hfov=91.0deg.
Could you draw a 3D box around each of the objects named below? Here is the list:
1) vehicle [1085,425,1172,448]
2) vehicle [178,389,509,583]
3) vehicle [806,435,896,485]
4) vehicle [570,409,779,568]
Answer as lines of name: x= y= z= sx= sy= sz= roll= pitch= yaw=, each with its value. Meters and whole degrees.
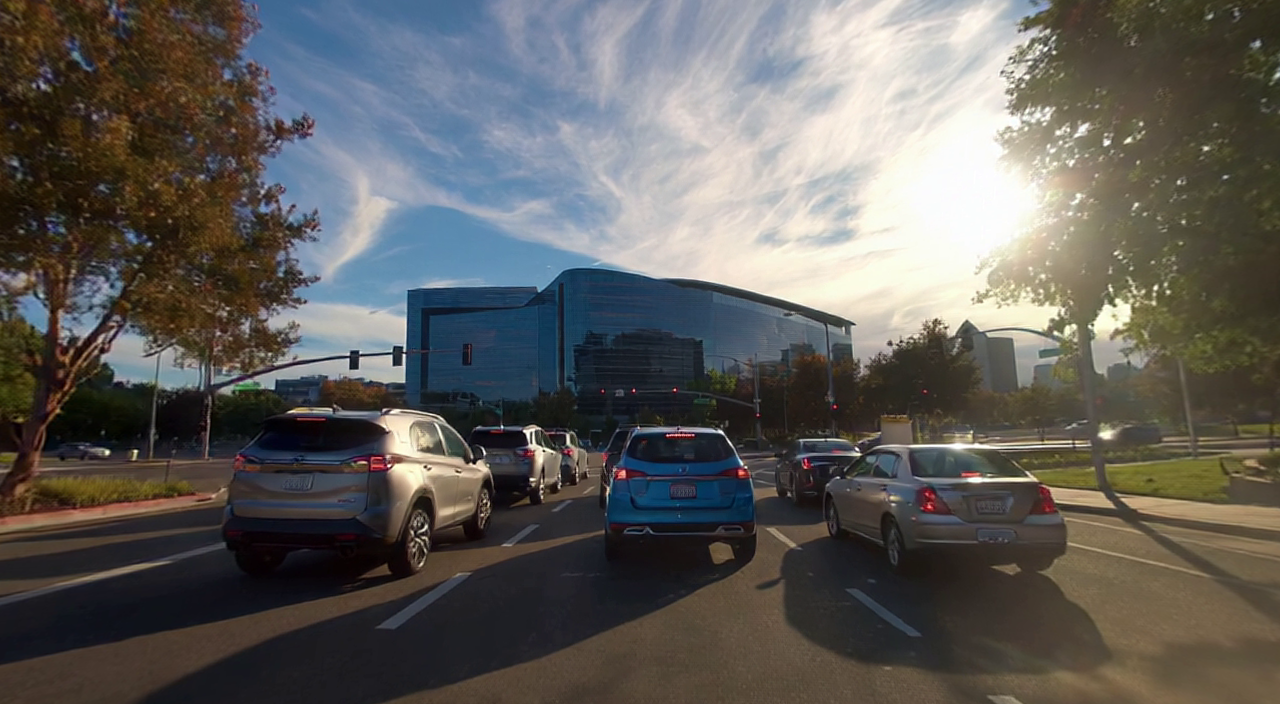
vehicle: x=34.963 y=6.103 z=45.234 sx=4.632 sy=1.580 sz=1.801 roll=-5 pitch=-10 yaw=31
vehicle: x=-3.247 y=1.578 z=8.169 sx=2.085 sy=1.812 sz=4.388 roll=0 pitch=-8 yaw=1
vehicle: x=7.410 y=3.813 z=22.599 sx=2.067 sy=1.599 sz=4.251 roll=-1 pitch=-8 yaw=5
vehicle: x=0.387 y=1.747 z=8.769 sx=2.189 sy=1.649 sz=4.171 roll=0 pitch=-8 yaw=1
